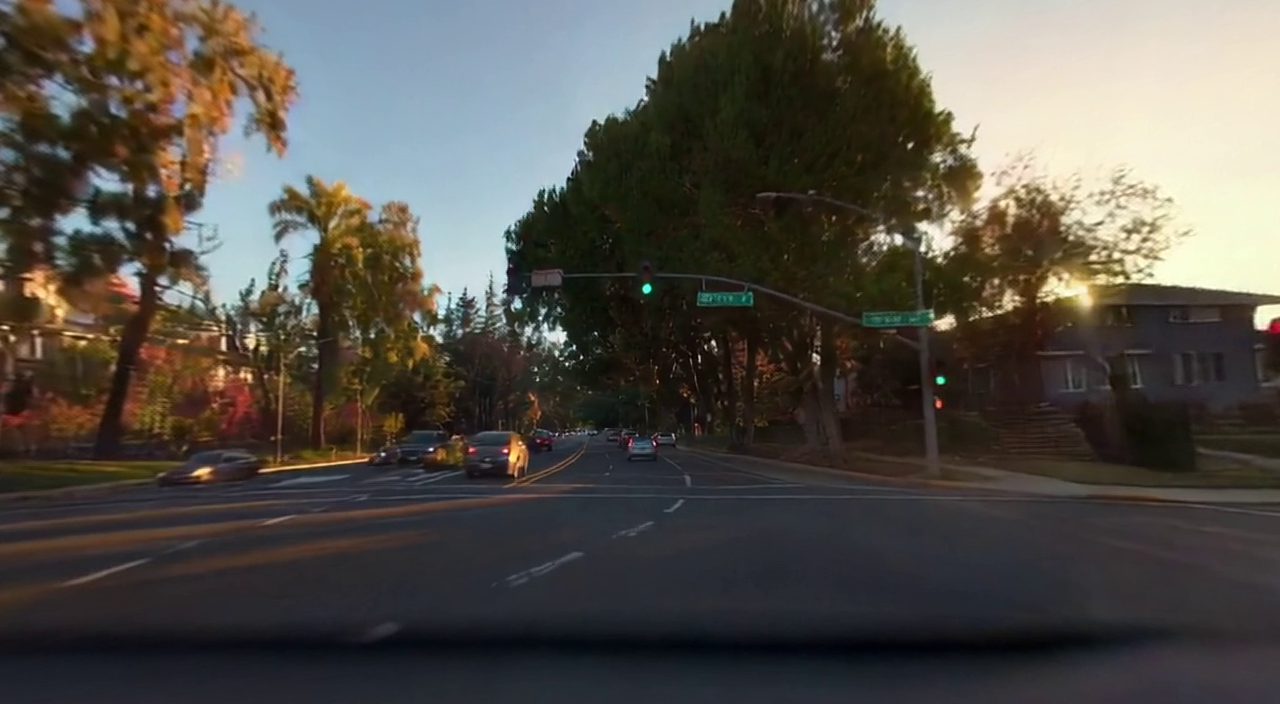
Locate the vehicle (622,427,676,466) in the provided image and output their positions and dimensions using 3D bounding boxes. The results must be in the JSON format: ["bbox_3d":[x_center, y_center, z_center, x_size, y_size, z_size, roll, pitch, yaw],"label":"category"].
[{"bbox_3d":[0.381,4.564,30.639,2.437,1.737,4.420,0,-8,0],"label":"vehicle"}]

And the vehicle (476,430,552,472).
[{"bbox_3d":[-4.799,3.849,24.691,1.994,1.494,4.599,0,-8,1],"label":"vehicle"}]

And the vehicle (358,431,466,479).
[{"bbox_3d":[-7.848,3.588,22.264,2.154,1.499,4.461,0,-8,0],"label":"vehicle"}]

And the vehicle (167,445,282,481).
[{"bbox_3d":[-18.480,4.922,28.348,1.915,1.477,4.411,-1,-8,5],"label":"vehicle"}]
